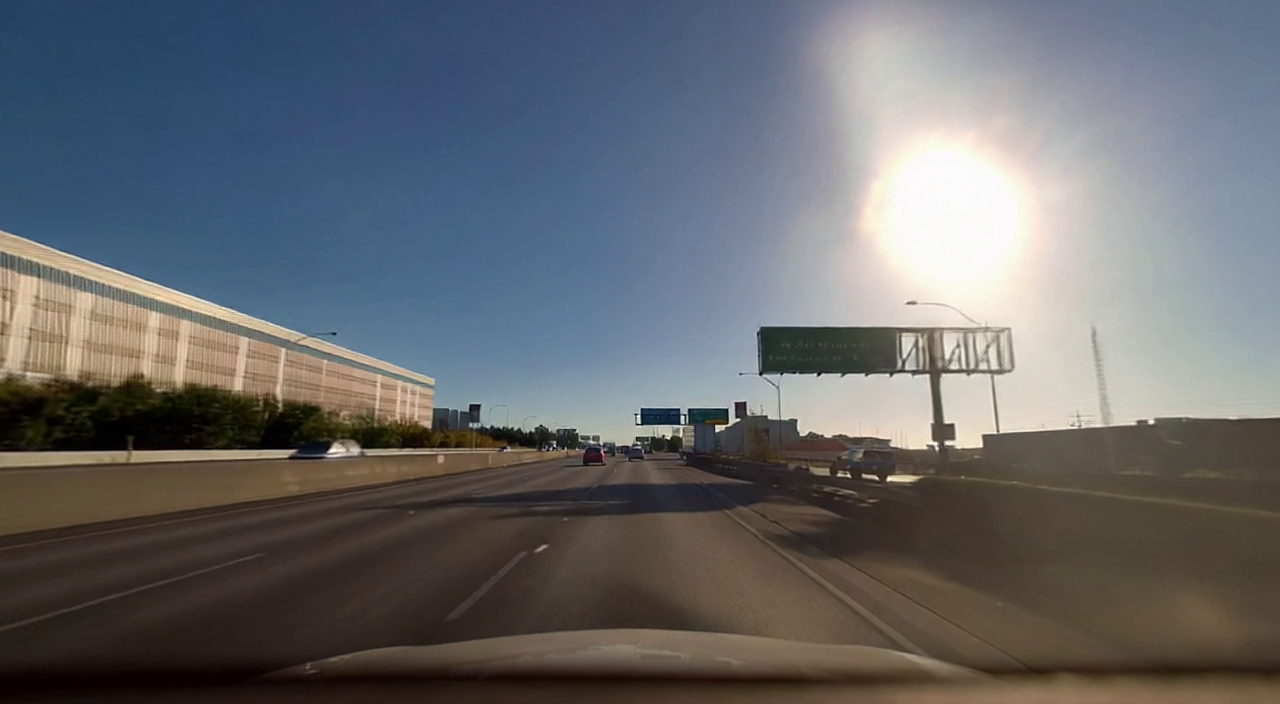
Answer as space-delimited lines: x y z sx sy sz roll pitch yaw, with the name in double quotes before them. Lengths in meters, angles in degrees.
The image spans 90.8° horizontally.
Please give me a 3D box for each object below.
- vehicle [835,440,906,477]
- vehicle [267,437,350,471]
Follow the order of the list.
"vehicle" 15.328 7.106 42.320 2.411 2.326 5.300 0 -9 -4
"vehicle" -19.278 5.951 37.024 2.107 1.810 5.134 0 -9 0
